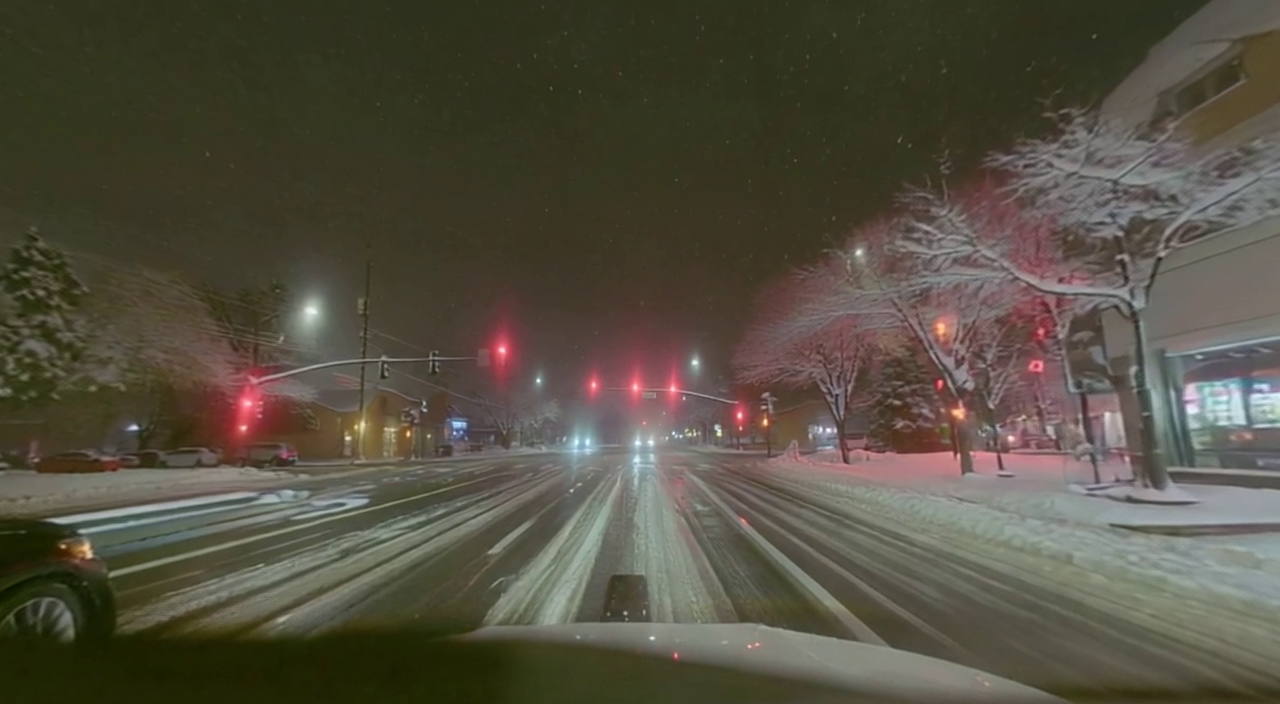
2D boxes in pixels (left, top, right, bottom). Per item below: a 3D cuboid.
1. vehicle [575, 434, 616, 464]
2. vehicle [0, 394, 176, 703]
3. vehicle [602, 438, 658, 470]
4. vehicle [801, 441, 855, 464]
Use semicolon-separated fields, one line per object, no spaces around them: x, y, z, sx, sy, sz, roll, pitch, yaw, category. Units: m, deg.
-2.806;6.226;40.690;2.160;1.803;4.419;-1;-8;2;vehicle
-3.457;0.707;1.022;2.018;1.470;4.346;0;-8;1;vehicle
-0.403;5.058;31.359;2.082;1.460;4.442;-2;-8;9;vehicle
12.686;6.695;42.315;1.810;1.463;4.245;-8;-11;41;vehicle
